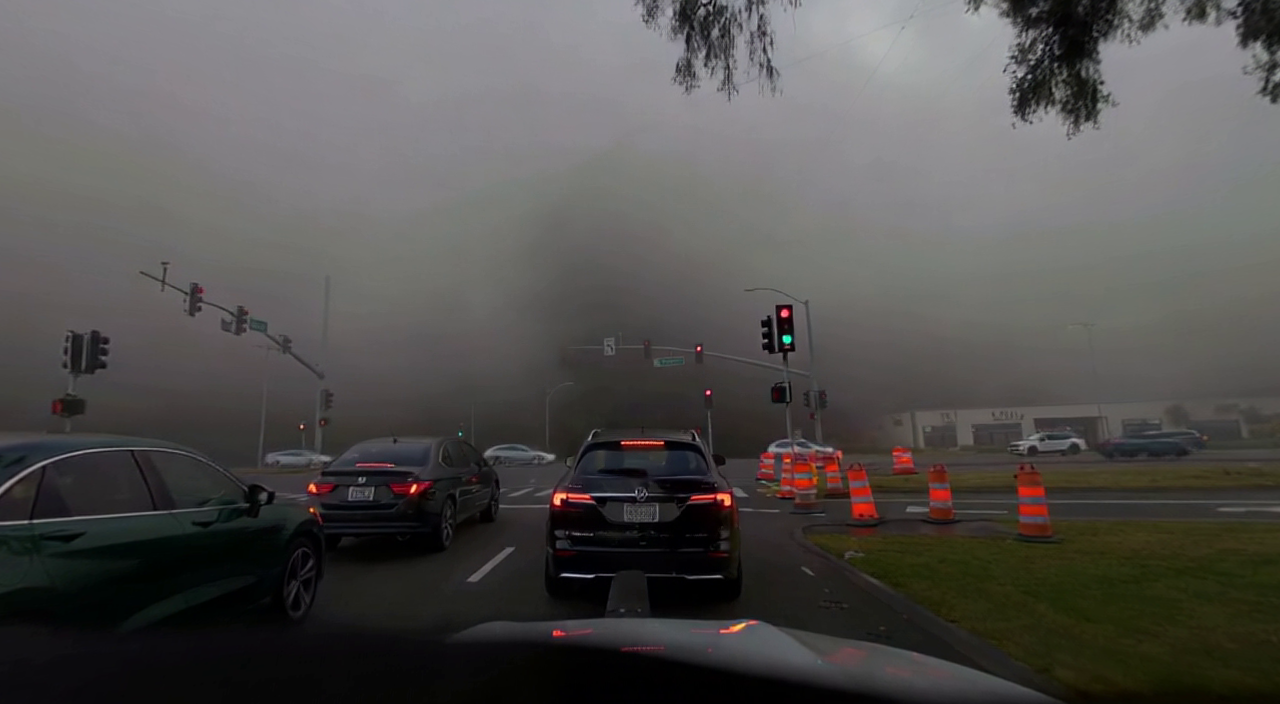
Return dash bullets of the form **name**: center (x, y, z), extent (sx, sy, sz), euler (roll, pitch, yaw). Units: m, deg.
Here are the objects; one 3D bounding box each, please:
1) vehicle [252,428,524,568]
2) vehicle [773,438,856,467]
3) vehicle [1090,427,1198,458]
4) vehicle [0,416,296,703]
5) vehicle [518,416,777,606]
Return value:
- **vehicle**: center (-3.273, 1.993, 9.450), extent (1.989, 1.541, 4.626), euler (0, -9, 2)
- **vehicle**: center (11.230, 6.505, 40.761), extent (4.827, 1.729, 1.986), euler (0, -9, 2)
- **vehicle**: center (32.568, 5.884, 40.812), extent (5.082, 1.907, 2.115), euler (0, -9, 1)
- **vehicle**: center (-3.587, 0.947, 2.151), extent (2.064, 1.497, 4.722), euler (0, -9, 1)
- **vehicle**: center (0.106, 1.619, 7.210), extent (2.167, 1.560, 3.676), euler (0, -9, 1)
